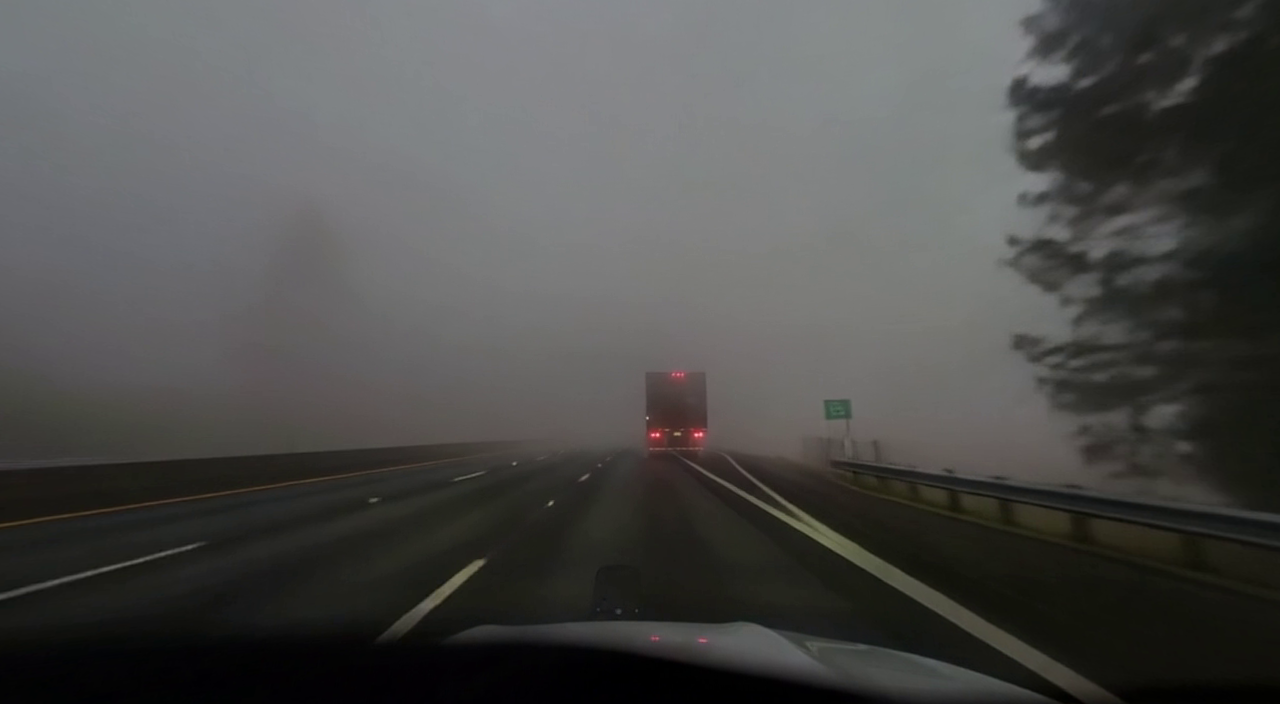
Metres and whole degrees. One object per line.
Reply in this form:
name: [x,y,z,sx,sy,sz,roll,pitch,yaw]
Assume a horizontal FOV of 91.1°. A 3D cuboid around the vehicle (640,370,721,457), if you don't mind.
vehicle: [1.832,3.425,32.809,3.446,3.698,12.089,0,-8,1]
